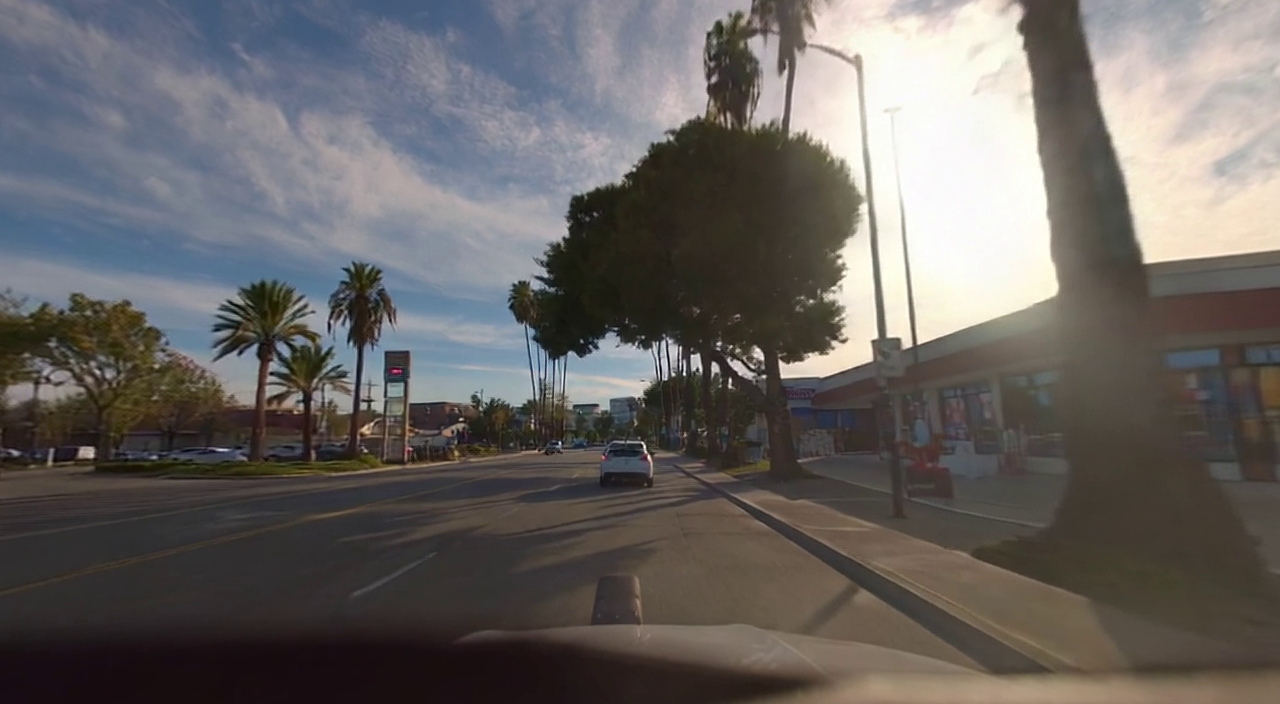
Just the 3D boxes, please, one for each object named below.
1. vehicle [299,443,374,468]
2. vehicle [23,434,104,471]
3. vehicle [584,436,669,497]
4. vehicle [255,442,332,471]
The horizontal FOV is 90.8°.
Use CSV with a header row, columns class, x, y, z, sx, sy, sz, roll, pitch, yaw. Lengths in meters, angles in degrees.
class,x,y,z,sx,sy,sz,roll,pitch,yaw
vehicle,-23.244,7.871,48.349,5.293,1.771,2.194,-4,-9,25
vehicle,-39.806,6.911,43.517,7.230,2.299,2.770,-7,-10,37
vehicle,-0.344,3.118,17.629,2.076,1.486,4.119,0,-8,-1
vehicle,-23.057,6.949,42.009,4.573,1.725,2.054,-5,-7,23
